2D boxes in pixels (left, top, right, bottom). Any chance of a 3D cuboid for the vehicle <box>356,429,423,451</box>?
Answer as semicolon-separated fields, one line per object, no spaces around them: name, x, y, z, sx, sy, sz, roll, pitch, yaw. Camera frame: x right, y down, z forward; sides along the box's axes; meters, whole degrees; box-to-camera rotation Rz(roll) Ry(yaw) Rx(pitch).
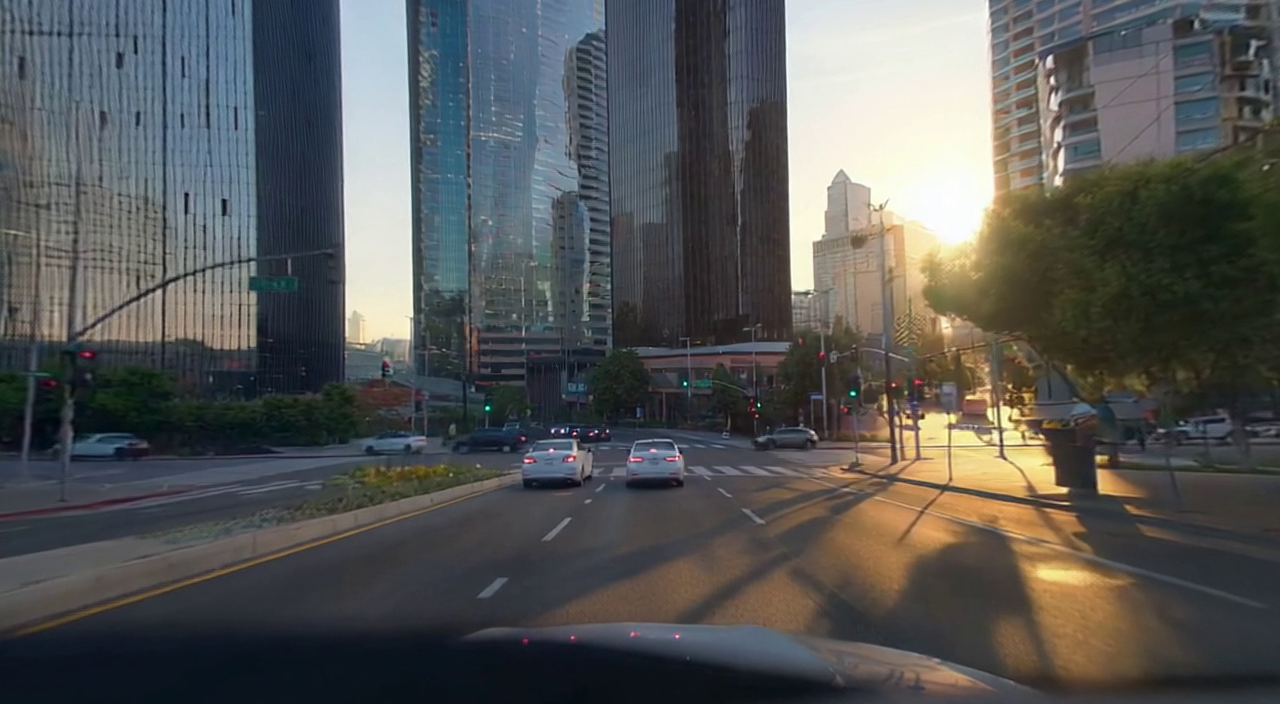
vehicle;-19.269;6.827;48.780;4.410;1.656;2.302;2;-9;-11

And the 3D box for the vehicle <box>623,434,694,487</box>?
vehicle;0.540;3.353;19.836;2.016;1.478;3.795;0;-9;1

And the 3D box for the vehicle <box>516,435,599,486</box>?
vehicle;-2.584;3.542;20.945;1.995;1.479;4.627;0;-9;2

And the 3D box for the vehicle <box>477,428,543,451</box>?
vehicle;-9.687;6.578;47.234;4.694;1.677;1.847;2;-9;-10

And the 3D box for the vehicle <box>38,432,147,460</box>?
vehicle;-36.114;6.211;41.788;4.964;1.789;1.941;2;-9;-11

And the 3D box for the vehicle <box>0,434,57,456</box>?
vehicle;-46.425;6.880;46.734;4.314;1.571;1.846;2;-9;-9
